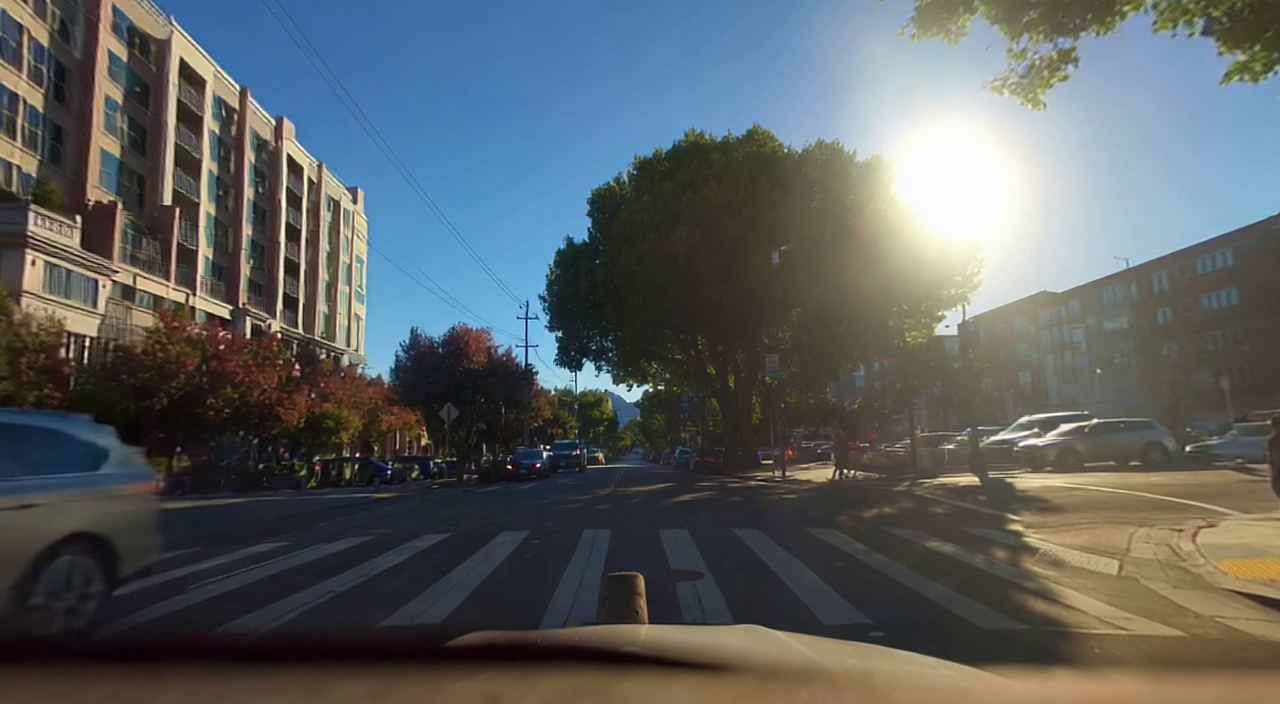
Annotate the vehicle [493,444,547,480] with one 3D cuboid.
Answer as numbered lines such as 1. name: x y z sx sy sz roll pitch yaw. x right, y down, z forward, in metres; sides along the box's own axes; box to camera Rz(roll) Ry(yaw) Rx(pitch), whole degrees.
1. vehicle: -7.601 7.013 40.567 2.193 1.814 5.061 -9 -9 0

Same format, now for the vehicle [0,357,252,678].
1. vehicle: -5.008 0.958 3.078 2.395 1.865 5.982 -5 -9 1

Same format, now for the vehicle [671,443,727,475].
1. vehicle: 3.191 5.676 33.728 1.942 1.603 3.785 -4 -9 22

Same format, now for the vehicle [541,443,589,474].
1. vehicle: -4.425 6.348 37.951 2.102 1.768 4.290 -1 -8 3

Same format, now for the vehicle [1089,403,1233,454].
1. vehicle: 22.315 3.398 27.433 2.137 1.962 4.988 -1 -9 3

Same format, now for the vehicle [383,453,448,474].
1. vehicle: -16.895 8.382 47.647 4.203 1.544 1.889 0 -8 1

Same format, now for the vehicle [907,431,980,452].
1. vehicle: 23.033 6.817 48.078 4.528 1.475 2.070 -1 -8 3

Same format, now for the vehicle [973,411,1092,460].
1. vehicle: 16.753 3.654 27.288 2.041 1.921 4.574 0 -9 -2
